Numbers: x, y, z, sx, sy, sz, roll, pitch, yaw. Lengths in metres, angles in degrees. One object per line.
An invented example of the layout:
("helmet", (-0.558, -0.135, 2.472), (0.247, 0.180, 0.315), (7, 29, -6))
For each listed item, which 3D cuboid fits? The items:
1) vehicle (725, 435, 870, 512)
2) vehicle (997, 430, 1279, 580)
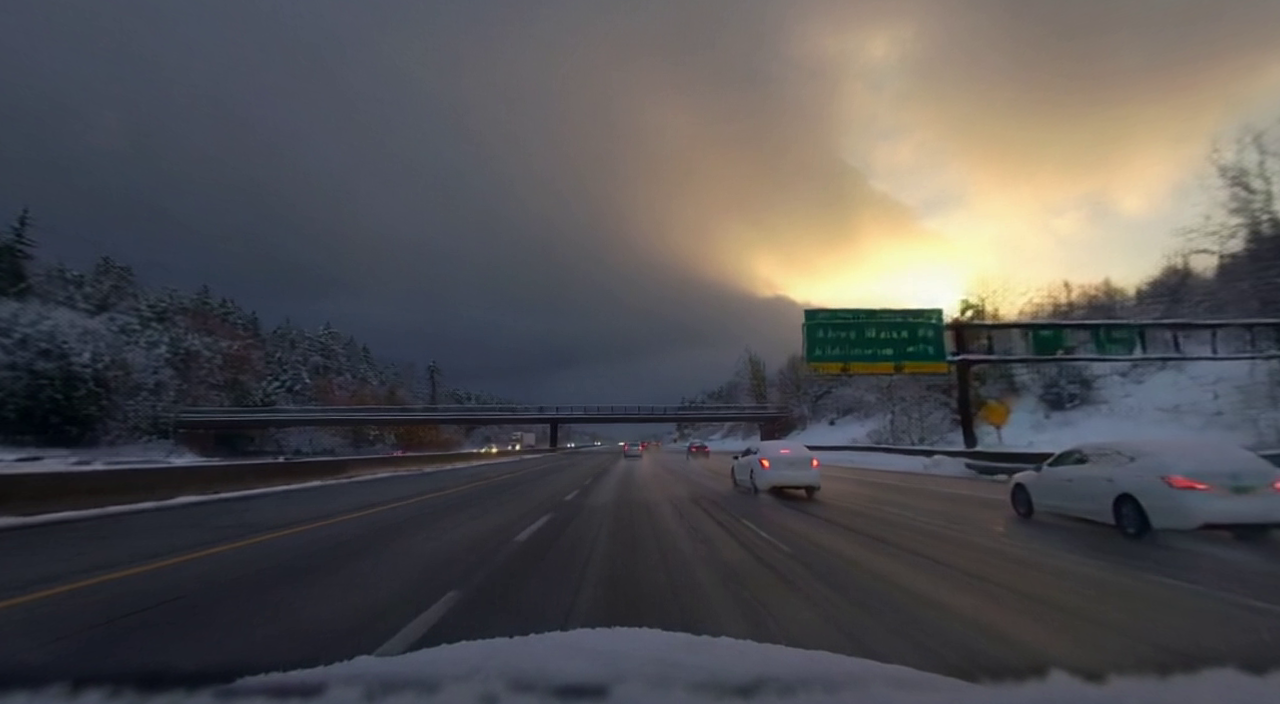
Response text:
("vehicle", (3.374, 2.716, 14.616), (2.076, 1.472, 4.562), (0, -8, -1))
("vehicle", (7.248, 1.885, 8.702), (1.946, 1.497, 4.467), (0, -9, -1))
